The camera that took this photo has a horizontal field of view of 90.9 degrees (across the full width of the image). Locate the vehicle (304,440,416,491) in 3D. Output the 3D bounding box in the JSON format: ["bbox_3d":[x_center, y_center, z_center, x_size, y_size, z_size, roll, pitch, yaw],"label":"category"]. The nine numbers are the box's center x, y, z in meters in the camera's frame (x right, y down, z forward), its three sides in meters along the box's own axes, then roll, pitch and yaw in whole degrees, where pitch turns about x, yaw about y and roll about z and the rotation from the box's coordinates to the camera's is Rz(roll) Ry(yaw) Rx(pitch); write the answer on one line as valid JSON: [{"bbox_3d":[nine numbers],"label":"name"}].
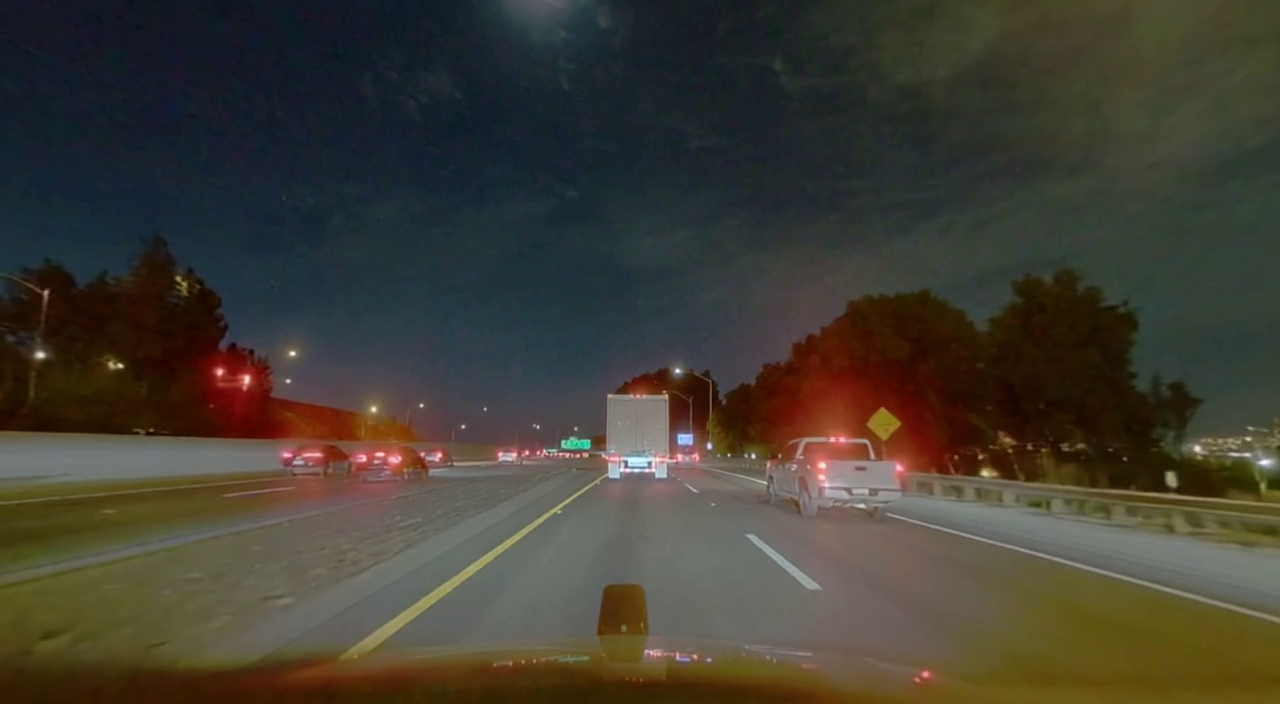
[{"bbox_3d":[-9.567,3.894,21.995,2.006,1.562,4.475,0,-9,-2],"label":"vehicle"}]

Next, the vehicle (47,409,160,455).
[{"bbox_3d":[-41.299,6.291,48.943,2.643,3.226,7.180,0,-9,-3],"label":"vehicle"}]

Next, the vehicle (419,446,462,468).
[{"bbox_3d":[-14.495,7.622,46.130,1.906,1.510,4.303,0,-9,-3],"label":"vehicle"}]

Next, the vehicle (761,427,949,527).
[{"bbox_3d":[4.244,2.572,13.593,2.189,1.709,5.131,0,-9,-1],"label":"vehicle"}]

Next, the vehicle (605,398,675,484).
[{"bbox_3d":[-0.070,4.580,32.146,2.916,3.584,10.841,0,-9,-1],"label":"vehicle"}]

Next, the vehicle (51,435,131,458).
[{"bbox_3d":[-36.682,6.290,42.283,1.685,1.437,4.139,-1,-7,-2],"label":"vehicle"}]
